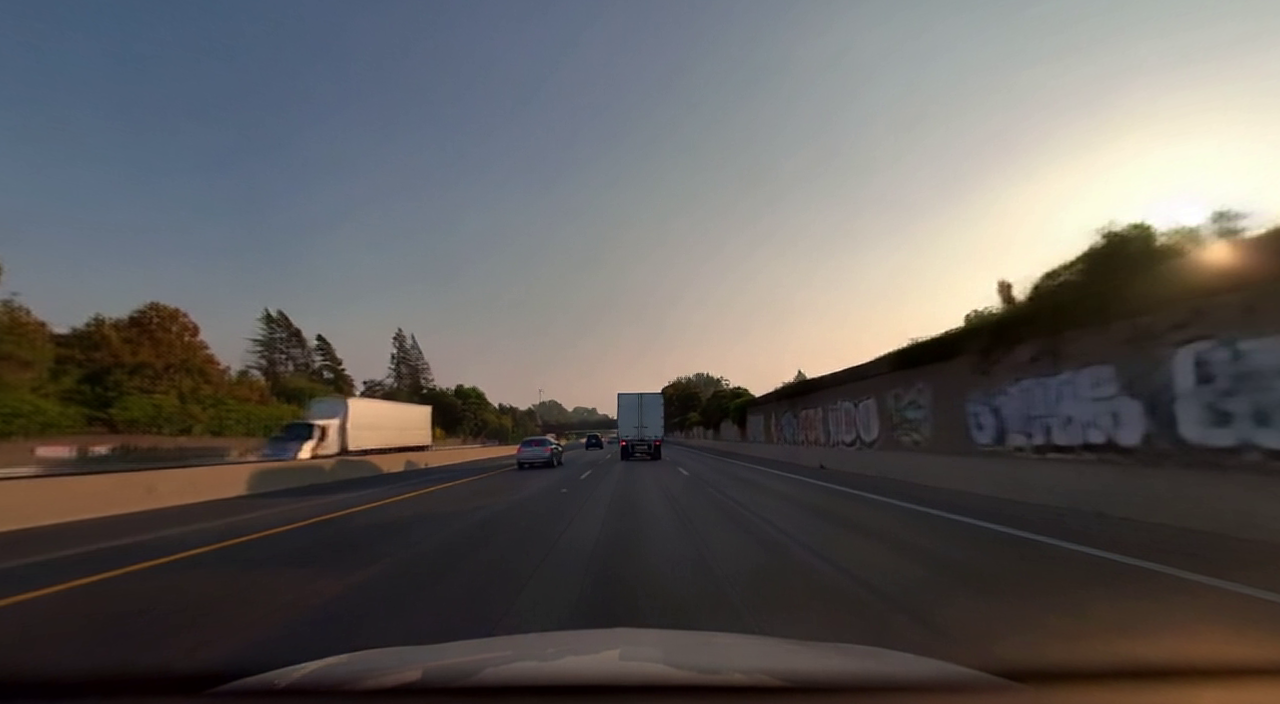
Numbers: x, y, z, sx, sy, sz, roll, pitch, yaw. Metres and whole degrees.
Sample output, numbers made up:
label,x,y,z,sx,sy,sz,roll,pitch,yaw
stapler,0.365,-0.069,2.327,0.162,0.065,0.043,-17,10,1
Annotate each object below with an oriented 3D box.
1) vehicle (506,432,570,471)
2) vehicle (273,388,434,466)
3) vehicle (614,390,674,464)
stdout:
label,x,y,z,sx,sy,sz,roll,pitch,yaw
vehicle,-4.250,4.202,26.921,1.948,1.526,4.525,0,-8,0
vehicle,-18.377,5.215,42.800,3.166,4.222,16.648,0,-8,0
vehicle,0.118,4.326,35.879,2.927,3.649,9.443,0,-8,-1
